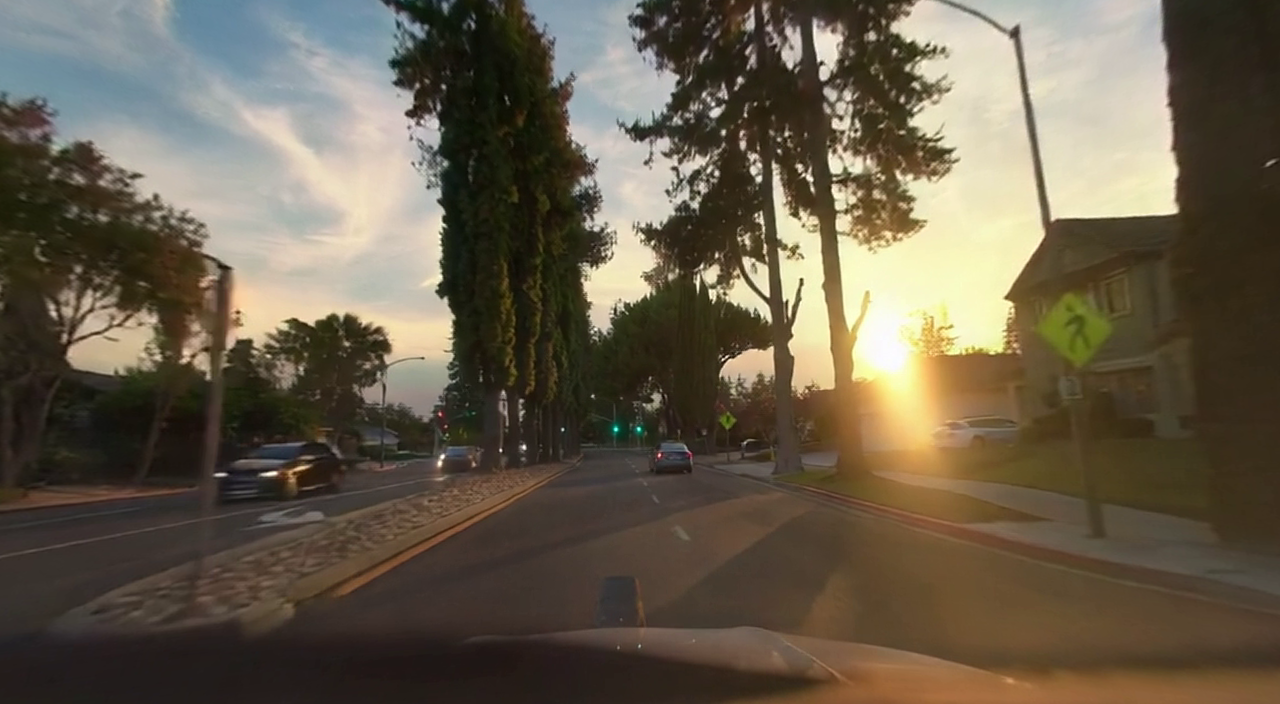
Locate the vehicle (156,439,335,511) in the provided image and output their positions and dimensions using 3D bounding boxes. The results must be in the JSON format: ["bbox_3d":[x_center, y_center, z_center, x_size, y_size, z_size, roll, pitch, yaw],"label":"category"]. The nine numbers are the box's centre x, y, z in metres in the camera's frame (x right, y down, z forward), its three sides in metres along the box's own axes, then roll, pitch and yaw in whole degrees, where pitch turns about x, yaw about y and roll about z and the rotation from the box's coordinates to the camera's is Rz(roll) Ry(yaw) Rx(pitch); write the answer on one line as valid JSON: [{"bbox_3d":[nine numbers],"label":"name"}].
[{"bbox_3d":[-9.281,2.886,15.341,1.886,1.486,3.913,0,-8,-2],"label":"vehicle"}]

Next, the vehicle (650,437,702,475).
[{"bbox_3d":[1.625,4.935,30.231,1.990,1.707,4.225,0,-8,-4],"label":"vehicle"}]
